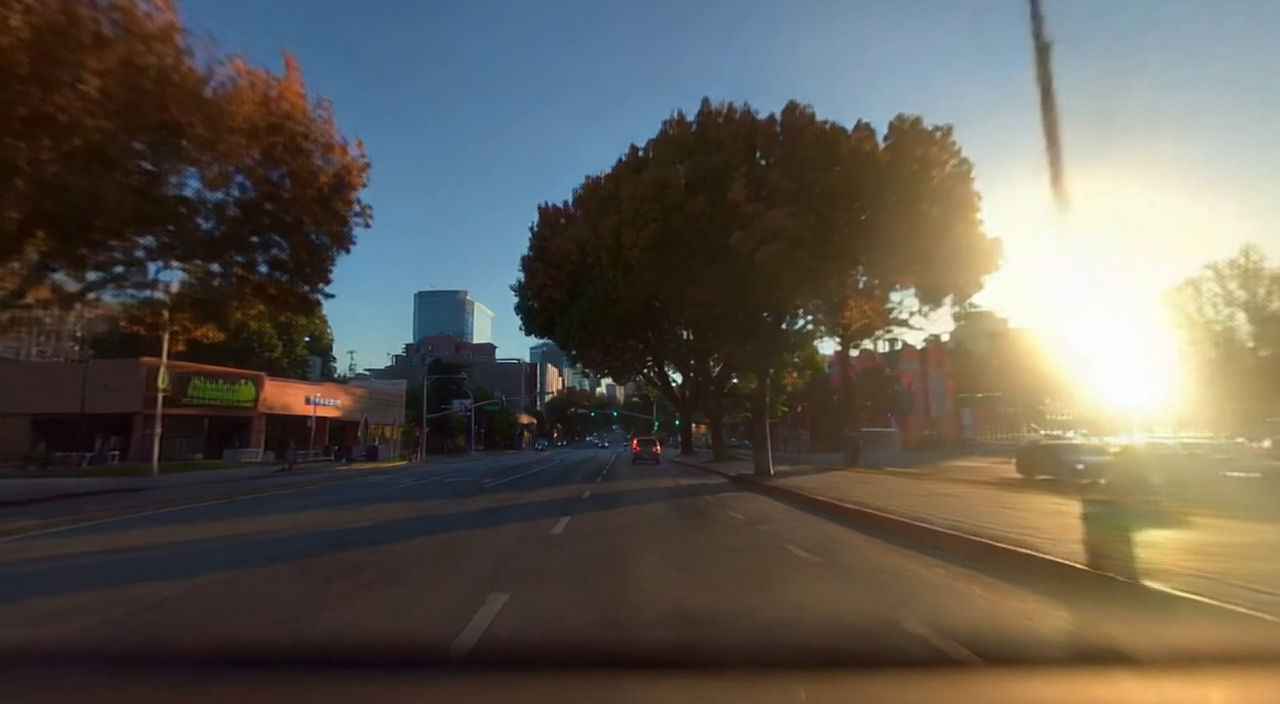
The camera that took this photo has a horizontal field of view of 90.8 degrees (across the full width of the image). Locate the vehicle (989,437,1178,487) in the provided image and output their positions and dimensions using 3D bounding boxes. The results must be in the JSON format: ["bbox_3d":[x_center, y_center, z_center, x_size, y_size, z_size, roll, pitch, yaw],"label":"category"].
[{"bbox_3d":[13.836,3.434,19.876,4.602,1.461,1.899,1,-8,-5],"label":"vehicle"}]

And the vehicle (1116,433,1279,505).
[{"bbox_3d":[13.883,2.613,14.425,4.395,1.497,1.975,0,-7,1],"label":"vehicle"}]

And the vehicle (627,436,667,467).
[{"bbox_3d":[0.374,5.866,37.334,2.230,1.683,4.204,0,-8,0],"label":"vehicle"}]
